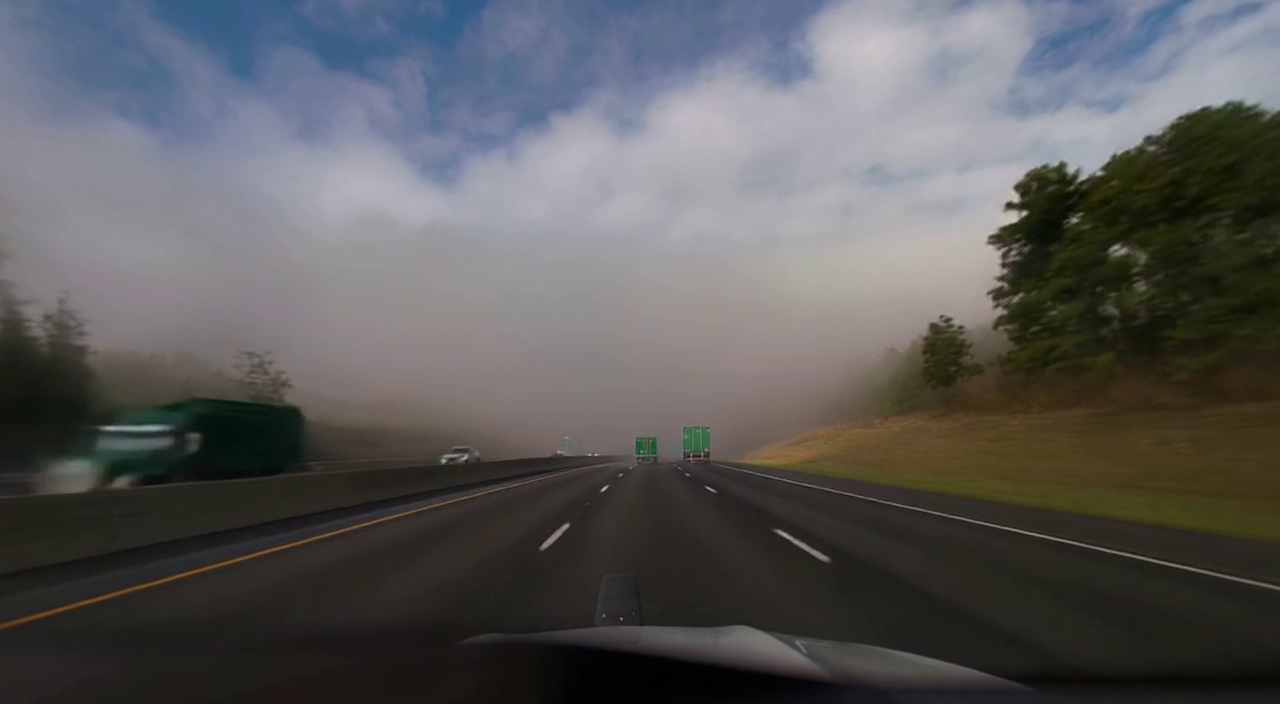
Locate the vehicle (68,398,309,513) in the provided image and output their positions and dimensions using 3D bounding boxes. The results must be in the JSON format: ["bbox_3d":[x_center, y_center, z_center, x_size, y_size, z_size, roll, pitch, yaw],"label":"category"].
[{"bbox_3d":[-14.653,3.462,21.464,2.649,3.227,7.156,0,-9,1],"label":"vehicle"}]
